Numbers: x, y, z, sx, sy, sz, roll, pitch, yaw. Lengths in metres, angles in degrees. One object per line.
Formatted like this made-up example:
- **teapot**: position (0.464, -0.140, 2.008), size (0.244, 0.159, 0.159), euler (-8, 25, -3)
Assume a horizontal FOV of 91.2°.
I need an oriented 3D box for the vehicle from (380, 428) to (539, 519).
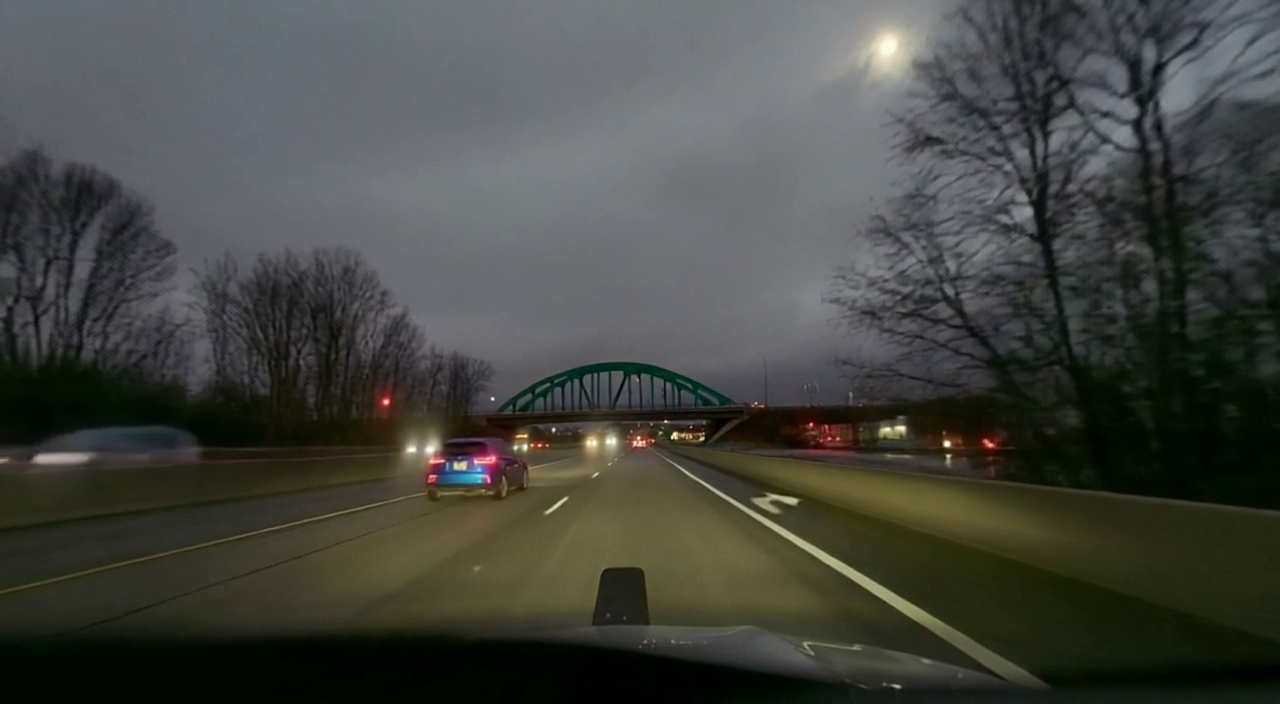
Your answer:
- **vehicle**: position (-3.528, 2.463, 13.264), size (2.052, 1.556, 4.405), euler (0, -8, 0)
